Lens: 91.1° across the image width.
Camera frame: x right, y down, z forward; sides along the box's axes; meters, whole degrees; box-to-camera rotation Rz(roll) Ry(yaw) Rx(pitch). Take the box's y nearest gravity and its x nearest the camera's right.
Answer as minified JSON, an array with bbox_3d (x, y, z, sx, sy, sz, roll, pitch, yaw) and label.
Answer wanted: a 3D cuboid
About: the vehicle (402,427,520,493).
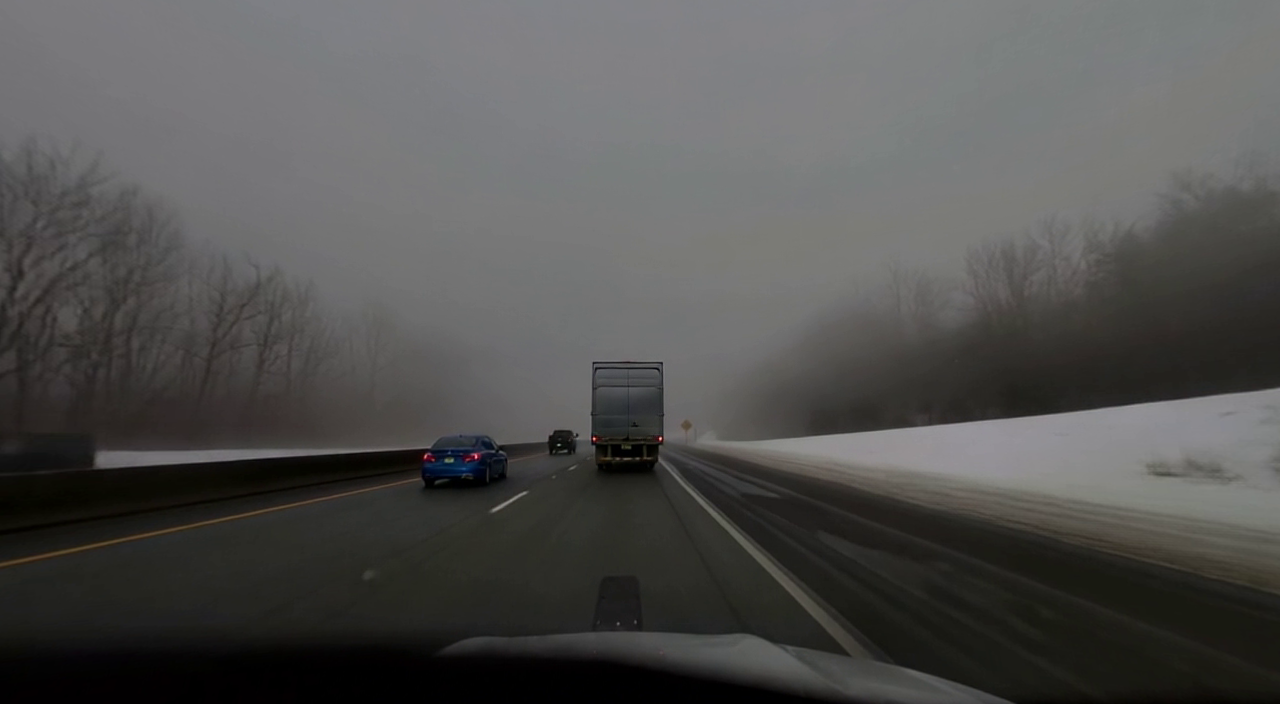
[{"bbox_3d":[-4.662,2.861,17.154,1.931,1.539,4.441,0,-8,0],"label":"vehicle"}]

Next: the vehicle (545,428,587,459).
[{"bbox_3d":[-4.593,5.764,39.783,2.019,1.834,4.644,0,-8,0],"label":"vehicle"}]

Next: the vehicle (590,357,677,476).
[{"bbox_3d":[-0.333,2.842,26.512,2.953,4.041,10.072,0,-8,-1],"label":"vehicle"}]
